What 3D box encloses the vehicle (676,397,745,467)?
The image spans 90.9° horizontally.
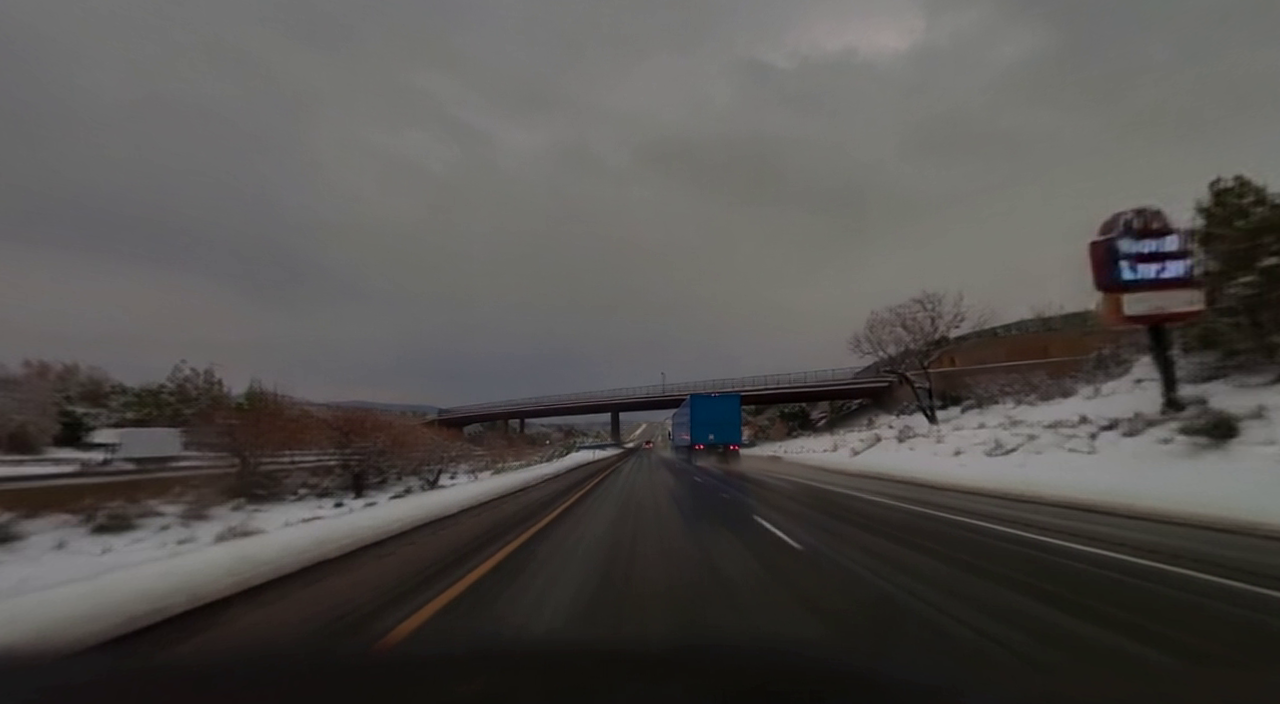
[{"bbox_3d":[4.187,5.157,40.032,3.024,3.834,10.128,0,-8,-1],"label":"vehicle"}]
